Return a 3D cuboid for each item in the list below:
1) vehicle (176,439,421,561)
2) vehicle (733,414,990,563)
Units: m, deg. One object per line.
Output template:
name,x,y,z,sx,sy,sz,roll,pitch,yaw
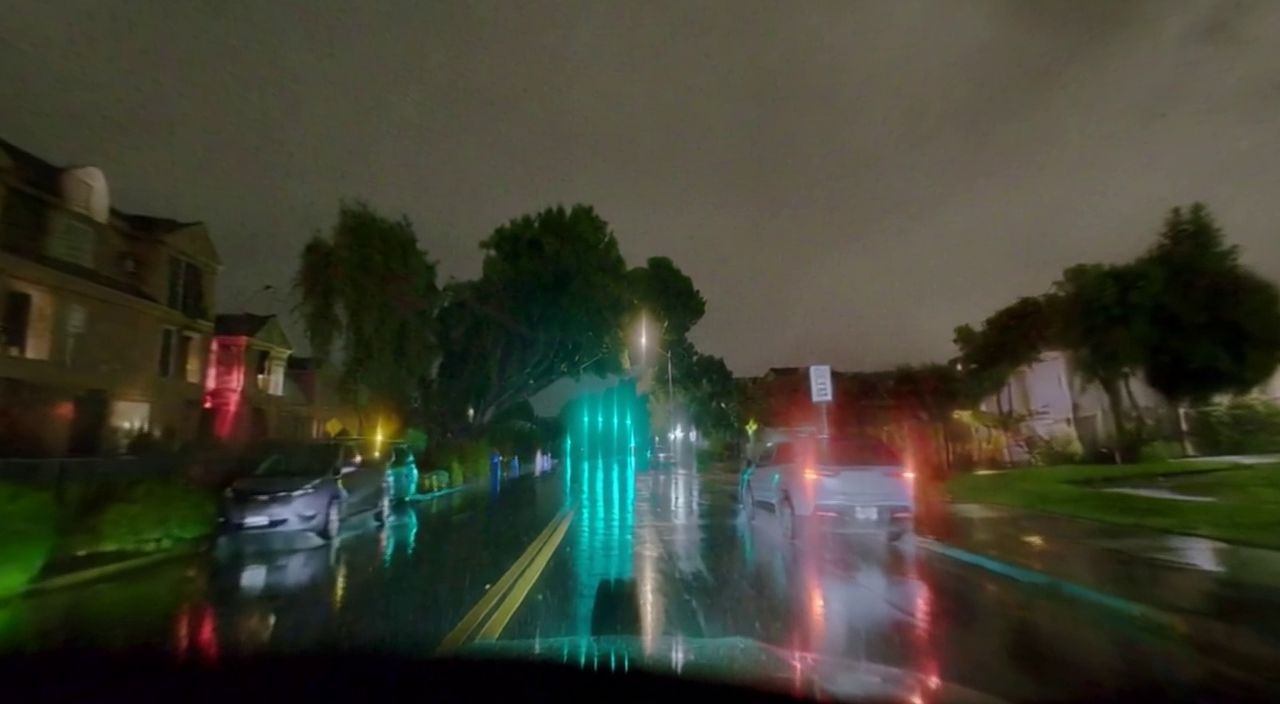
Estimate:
vehicle,-5.699,2.429,11.371,2.051,1.575,4.581,-3,-7,-3
vehicle,3.011,1.961,9.824,2.163,1.742,4.239,0,-8,-5
